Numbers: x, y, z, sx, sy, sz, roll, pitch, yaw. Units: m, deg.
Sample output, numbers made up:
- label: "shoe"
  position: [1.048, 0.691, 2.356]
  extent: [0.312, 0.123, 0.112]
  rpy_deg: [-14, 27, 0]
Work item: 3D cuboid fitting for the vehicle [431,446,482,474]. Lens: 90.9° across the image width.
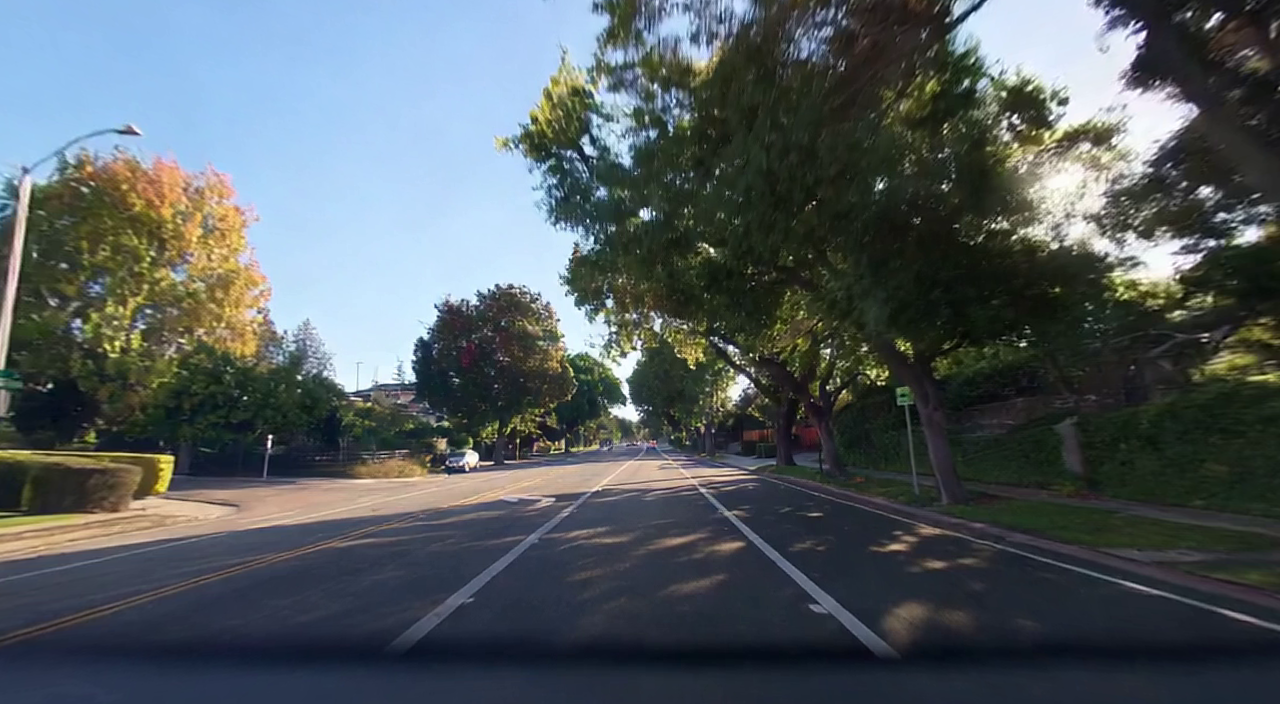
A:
- label: "vehicle"
  position: [-12.184, 7.131, 42.069]
  extent: [1.921, 1.611, 4.713]
  rpy_deg: [-4, -8, 1]
